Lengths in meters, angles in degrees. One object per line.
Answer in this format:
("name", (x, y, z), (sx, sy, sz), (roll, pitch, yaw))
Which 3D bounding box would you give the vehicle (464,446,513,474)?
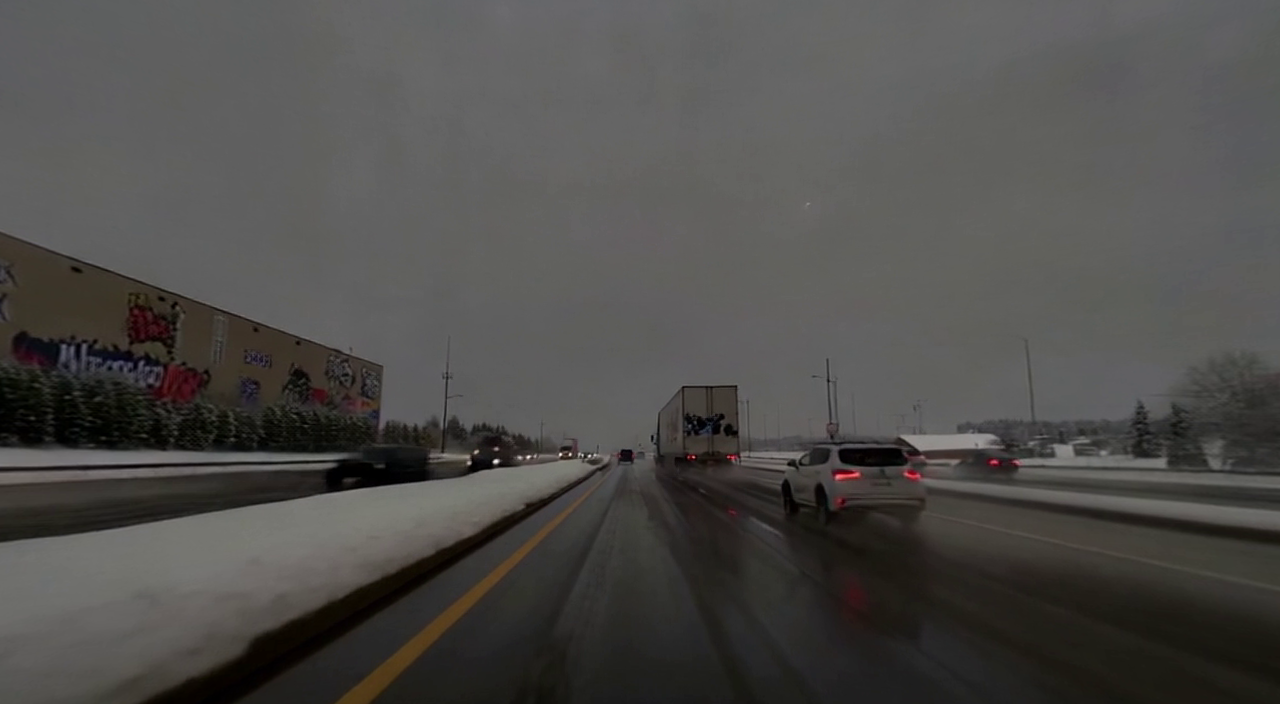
("vehicle", (-8.882, 6.381, 37.105), (1.892, 1.508, 3.980), (0, -9, 0))

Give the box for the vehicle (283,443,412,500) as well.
("vehicle", (-8.677, 3.561, 19.091), (1.874, 1.494, 4.394), (0, -9, -1))

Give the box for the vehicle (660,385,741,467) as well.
("vehicle", (3.503, 5.309, 42.117), (3.317, 4.314, 17.803), (0, -9, -1))

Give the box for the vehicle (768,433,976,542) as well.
("vehicle", (3.928, 2.380, 11.639), (2.085, 1.588, 4.436), (0, -9, -1))

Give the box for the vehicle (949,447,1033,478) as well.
("vehicle", (18.530, 5.861, 33.373), (1.811, 1.499, 4.472), (0, -9, -1))
